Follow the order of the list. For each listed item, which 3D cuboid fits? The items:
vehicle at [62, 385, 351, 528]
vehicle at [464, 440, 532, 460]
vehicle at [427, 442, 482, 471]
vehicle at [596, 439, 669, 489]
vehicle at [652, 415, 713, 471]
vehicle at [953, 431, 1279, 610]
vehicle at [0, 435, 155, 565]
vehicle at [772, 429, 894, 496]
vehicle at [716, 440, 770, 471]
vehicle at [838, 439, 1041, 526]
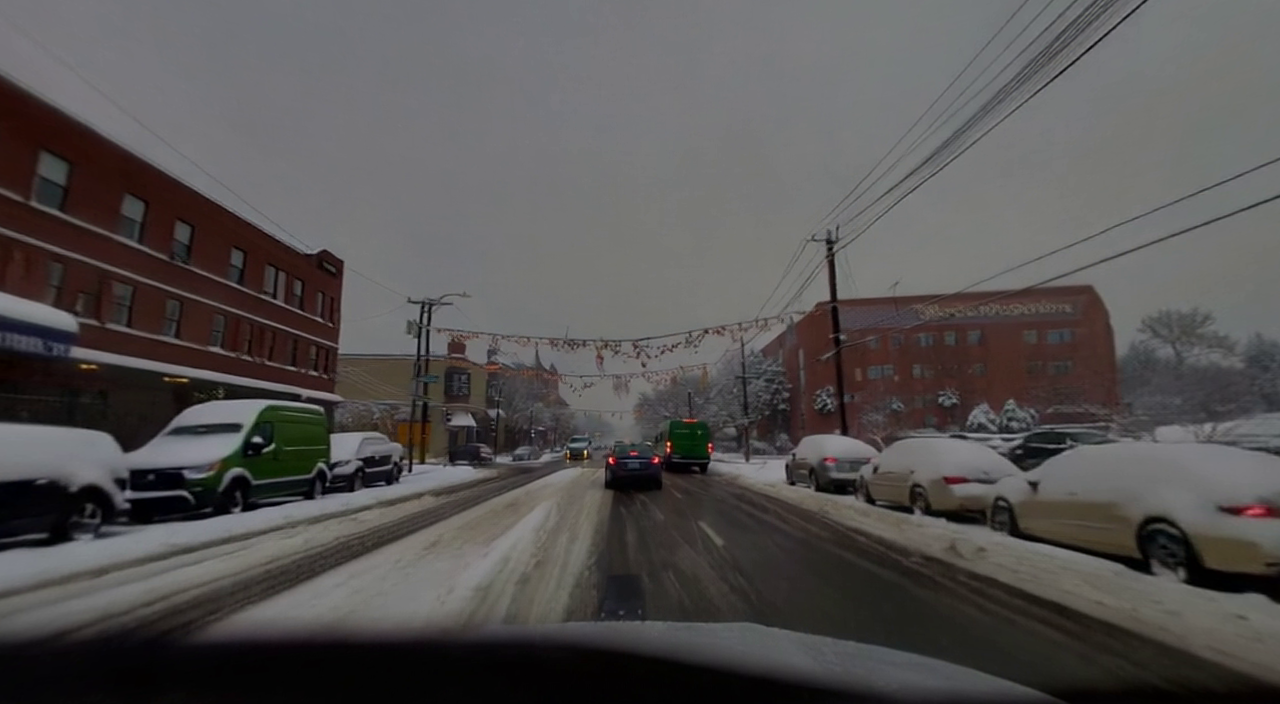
[{"bbox_3d":[-9.669,2.426,15.068,2.724,2.739,5.663,0,-8,1],"label":"vehicle"},{"bbox_3d":[-11.011,7.619,49.128,4.877,1.477,1.826,1,-8,-4],"label":"vehicle"},{"bbox_3d":[-10.542,5.974,36.220,1.962,1.529,4.109,2,-9,-2],"label":"vehicle"},{"bbox_3d":[-0.297,3.594,20.660,2.112,1.464,4.411,0,-8,-2],"label":"vehicle"},{"bbox_3d":[2.033,4.694,32.429,2.649,2.583,5.800,0,-8,-1],"label":"vehicle"},{"bbox_3d":[5.858,1.727,7.495,2.012,1.470,4.394,0,-8,0],"label":"vehicle"},{"bbox_3d":[-9.684,1.956,8.260,2.256,1.722,5.644,0,-8,-1],"label":"vehicle"},{"bbox_3d":[5.686,3.330,19.414,2.079,1.788,4.974,0,-8,-1],"label":"vehicle"},{"bbox_3d":[5.274,5.350,32.778,1.824,1.481,4.057,1,-8,-4],"label":"vehicle"},{"bbox_3d":[5.865,2.576,13.176,1.876,1.471,4.657,0,-8,-1],"label":"vehicle"}]
